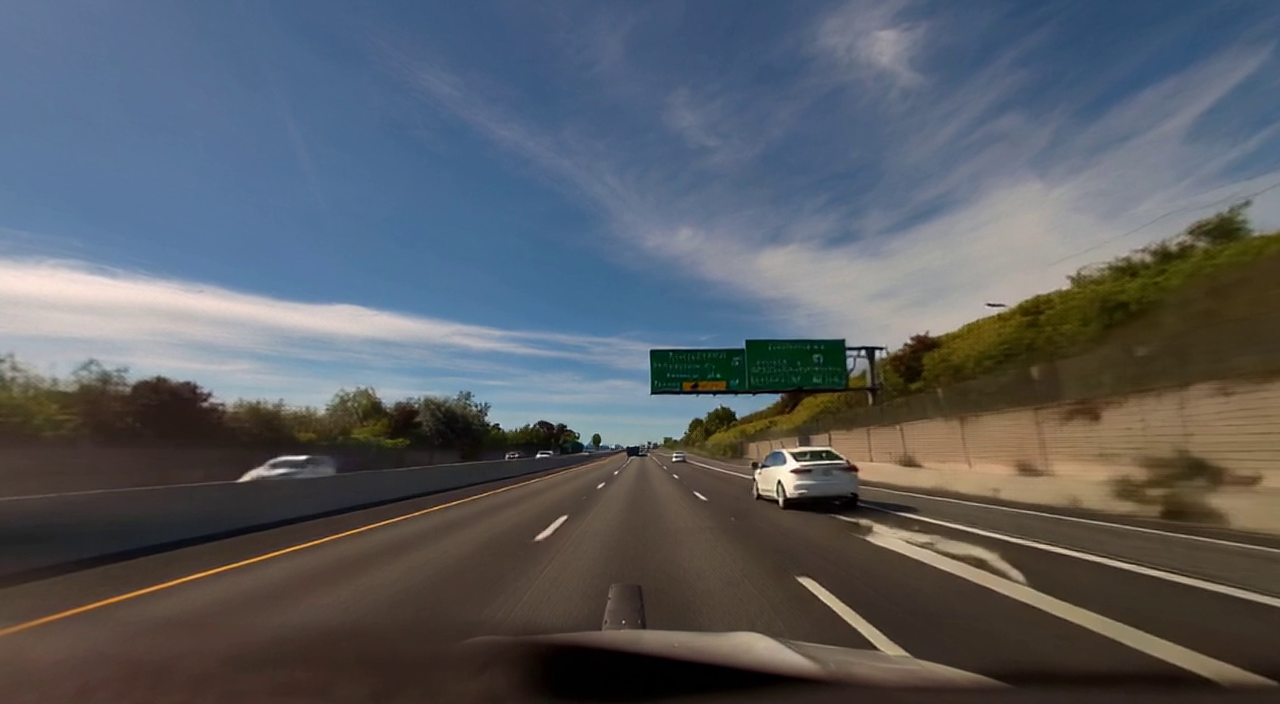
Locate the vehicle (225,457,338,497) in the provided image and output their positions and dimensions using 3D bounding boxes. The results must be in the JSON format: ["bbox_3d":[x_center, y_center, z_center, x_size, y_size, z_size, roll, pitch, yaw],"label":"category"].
[{"bbox_3d":[-15.059,5.243,26.815,1.960,1.474,4.630,-1,-9,2],"label":"vehicle"}]

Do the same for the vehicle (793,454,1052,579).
[{"bbox_3d":[3.518,2.076,8.645,1.883,1.320,3.386,0,-9,-2],"label":"vehicle"}]

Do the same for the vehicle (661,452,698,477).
[{"bbox_3d":[2.356,6.867,38.729,2.065,1.400,4.028,0,-9,0],"label":"vehicle"}]
